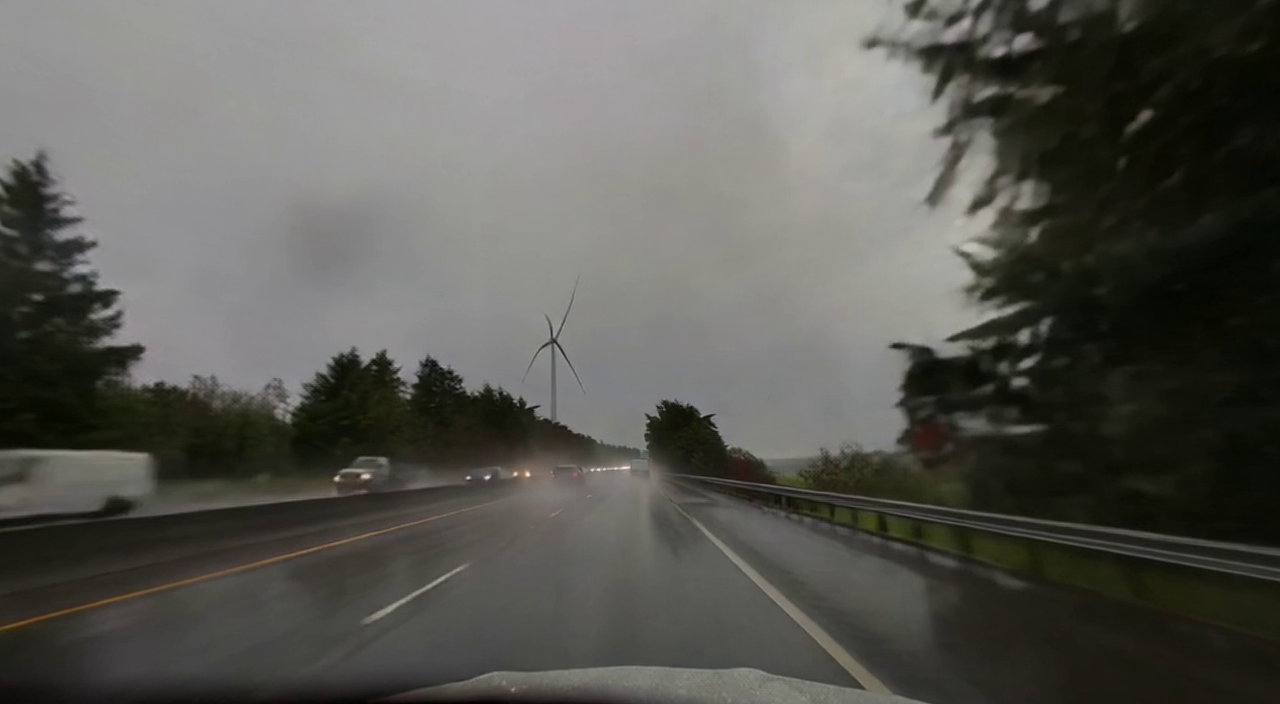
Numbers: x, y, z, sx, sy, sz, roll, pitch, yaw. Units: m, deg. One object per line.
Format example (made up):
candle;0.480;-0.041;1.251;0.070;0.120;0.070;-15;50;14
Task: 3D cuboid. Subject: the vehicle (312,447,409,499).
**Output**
vehicle;-16.486;7.252;37.879;2.254;2.753;7.758;1;-11;0

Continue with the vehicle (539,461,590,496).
vehicle;-3.975;6.742;33.793;2.124;1.705;4.440;0;-11;1

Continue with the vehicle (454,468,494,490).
vehicle;-12.405;9.525;47.418;1.844;1.561;4.103;1;-11;0

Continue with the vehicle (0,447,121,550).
vehicle;-12.488;2.589;11.178;2.064;1.818;5.180;1;-11;0
